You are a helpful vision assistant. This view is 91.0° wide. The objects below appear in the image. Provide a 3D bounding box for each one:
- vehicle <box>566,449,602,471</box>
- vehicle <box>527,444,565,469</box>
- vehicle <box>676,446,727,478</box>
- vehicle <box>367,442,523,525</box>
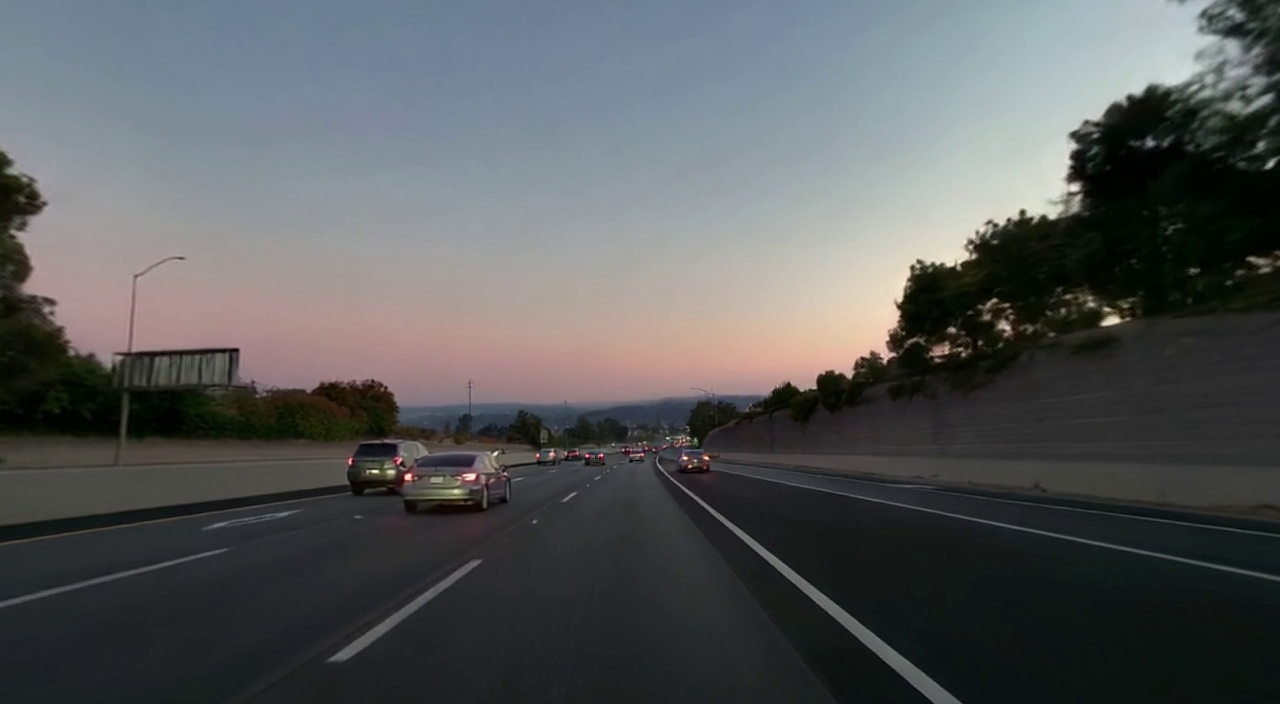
[{"bbox_3d":[-3.823,7.473,43.708,2.071,1.478,4.130,0,-9,0],"label":"vehicle"},{"bbox_3d":[-6.937,7.781,46.992,2.111,1.811,4.391,0,-9,1],"label":"vehicle"},{"bbox_3d":[3.110,5.685,32.726,2.141,1.507,4.510,0,-9,0],"label":"vehicle"},{"bbox_3d":[-3.997,2.759,13.823,1.988,1.506,4.416,0,-9,0],"label":"vehicle"}]
